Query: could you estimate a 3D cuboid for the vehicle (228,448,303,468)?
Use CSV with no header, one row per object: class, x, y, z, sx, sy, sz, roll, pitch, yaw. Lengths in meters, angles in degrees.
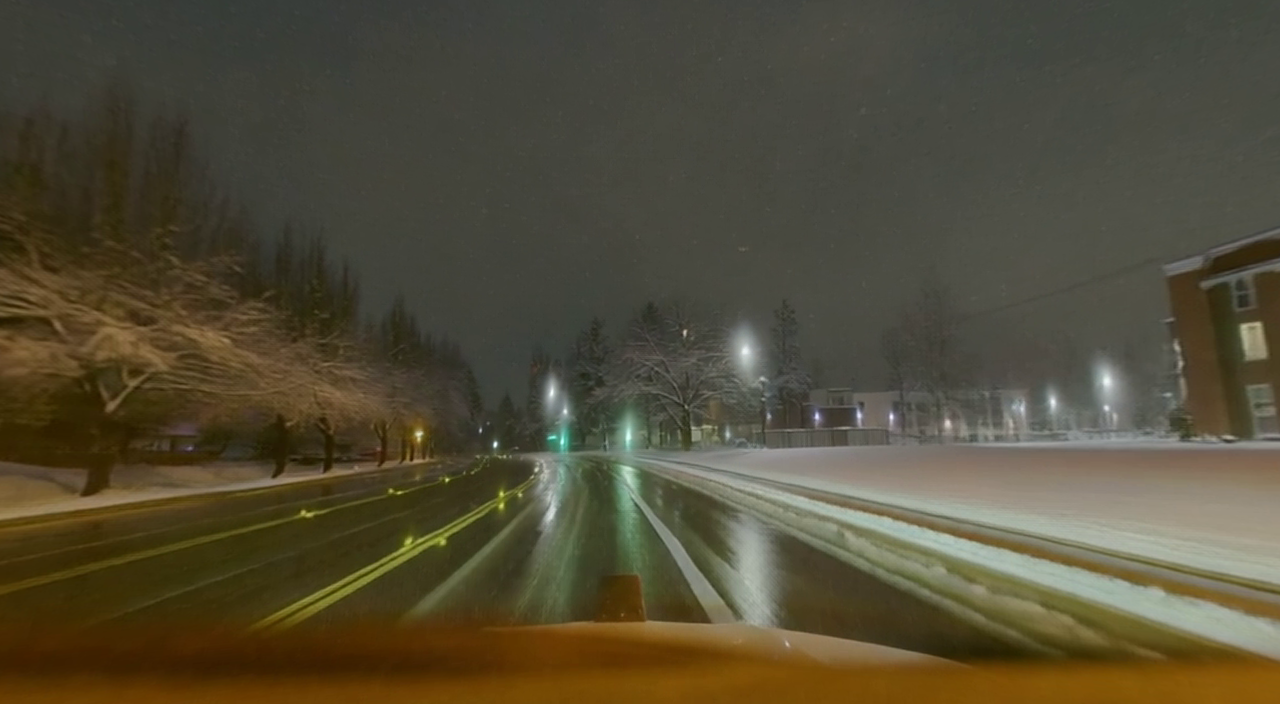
vehicle,-29.037,8.252,49.110,4.527,1.441,2.024,1,-8,-8
